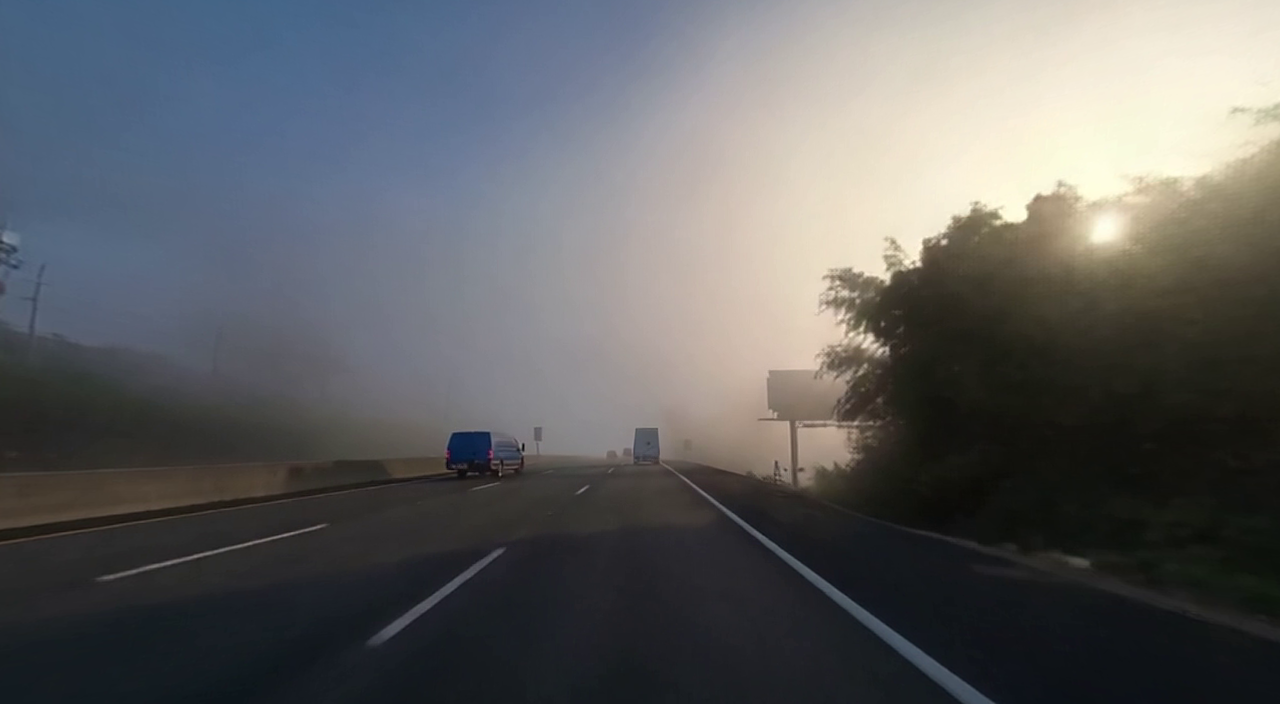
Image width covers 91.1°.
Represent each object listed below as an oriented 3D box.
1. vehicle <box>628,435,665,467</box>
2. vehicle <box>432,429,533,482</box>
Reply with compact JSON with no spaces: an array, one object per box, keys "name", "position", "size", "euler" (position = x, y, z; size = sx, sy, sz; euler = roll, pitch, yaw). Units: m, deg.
[{"name":"vehicle","position":[0.473,7.511,47.918],"size":[2.692,2.279,5.695],"euler":[0,-8,0]},{"name":"vehicle","position":[-6.848,4.630,28.479],"size":[2.695,2.084,6.836],"euler":[0,-8,1]}]
